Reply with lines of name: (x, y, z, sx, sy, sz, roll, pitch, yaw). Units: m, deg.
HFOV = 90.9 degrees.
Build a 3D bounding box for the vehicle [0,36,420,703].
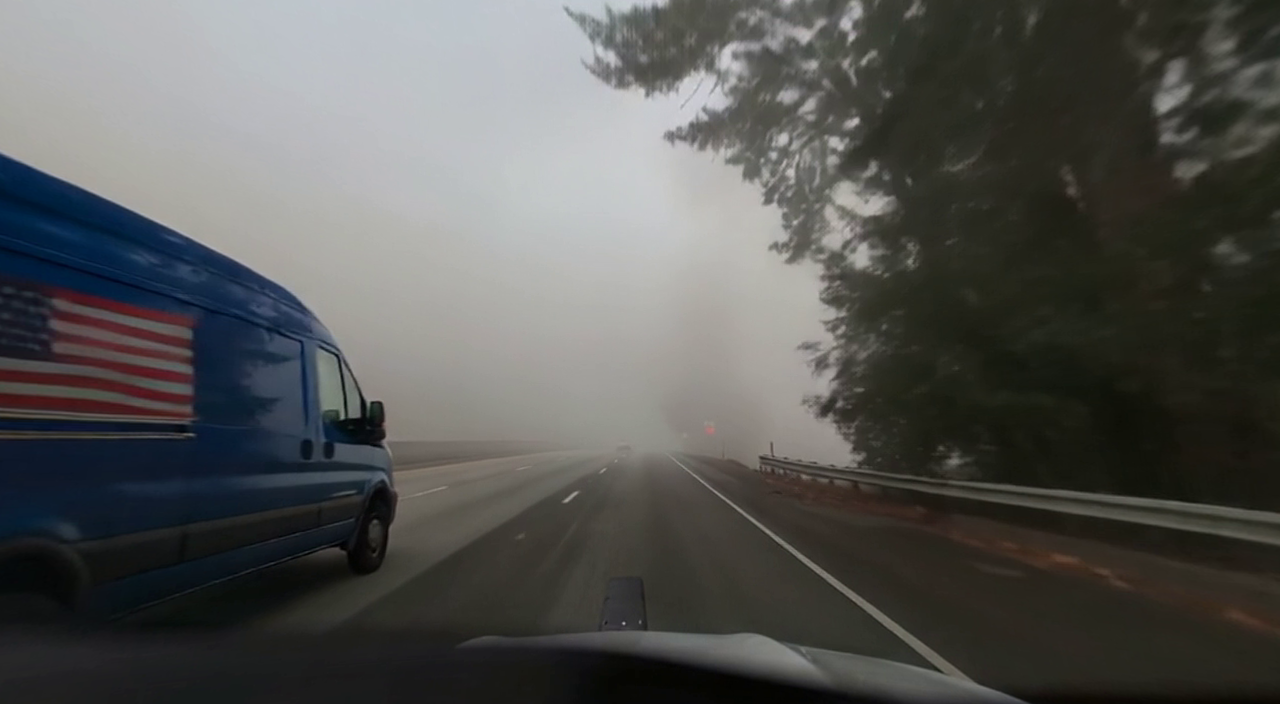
vehicle: (-3.733, 0.407, 4.227, 2.319, 2.883, 5.632, 0, -8, 1)
